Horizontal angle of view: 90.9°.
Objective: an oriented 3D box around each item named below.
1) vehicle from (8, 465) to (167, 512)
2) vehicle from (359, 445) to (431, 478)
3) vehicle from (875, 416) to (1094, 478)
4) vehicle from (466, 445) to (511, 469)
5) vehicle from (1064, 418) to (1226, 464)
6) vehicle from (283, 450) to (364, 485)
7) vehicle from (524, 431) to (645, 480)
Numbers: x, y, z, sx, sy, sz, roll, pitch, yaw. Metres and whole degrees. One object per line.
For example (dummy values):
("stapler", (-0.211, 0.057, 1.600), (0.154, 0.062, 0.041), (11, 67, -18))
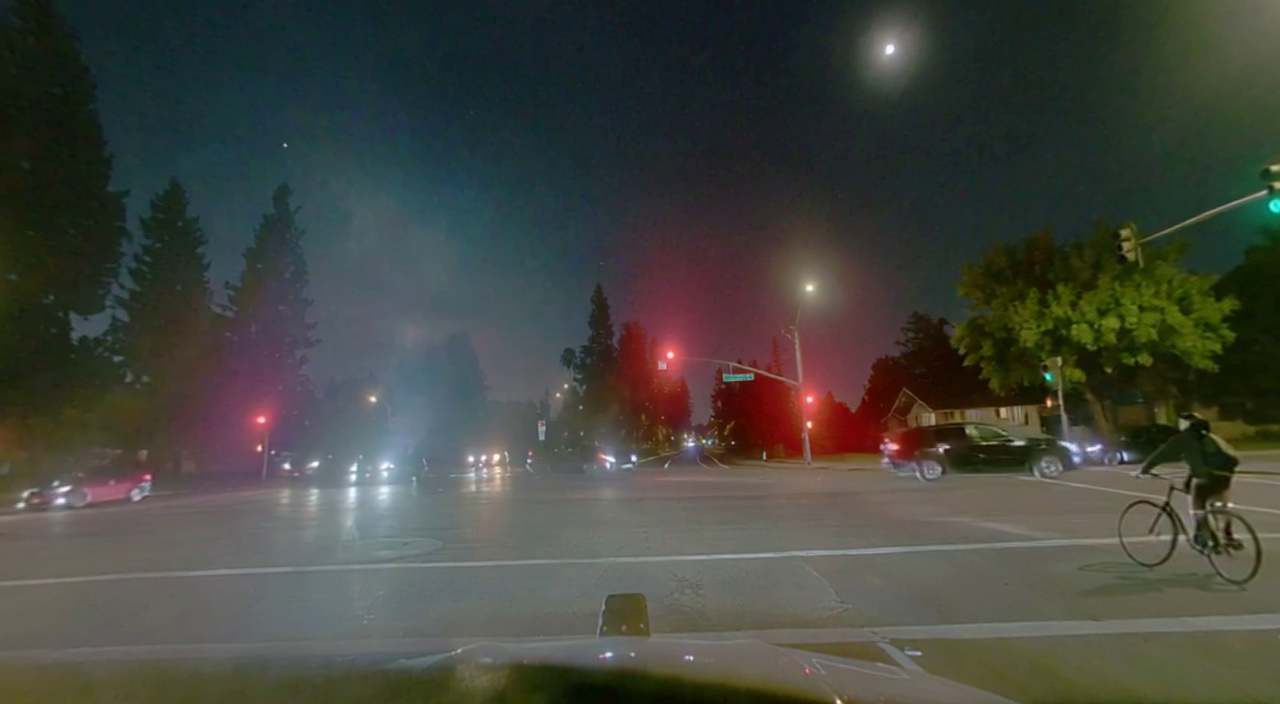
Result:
("vehicle", (-20.899, 5.145, 24.178), (1.860, 1.473, 4.655), (0, -9, 1))
("vehicle", (-14.062, 6.312, 36.561), (2.093, 1.769, 4.971), (0, -9, 1))
("vehicle", (9.924, 2.828, 18.670), (5.217, 1.673, 2.006), (-2, -9, 11))
("vehicle", (-10.038, 6.993, 42.069), (2.017, 1.496, 4.749), (0, -9, -3))
("vehicle", (17.326, 3.091, 21.788), (3.969, 1.493, 1.823), (0, -9, 1))
("vehicle", (-17.331, 6.308, 34.768), (2.006, 1.735, 4.591), (0, -9, 1))
("vehicle", (-2.353, 4.141, 25.389), (2.191, 1.731, 5.188), (7, -11, -41))
